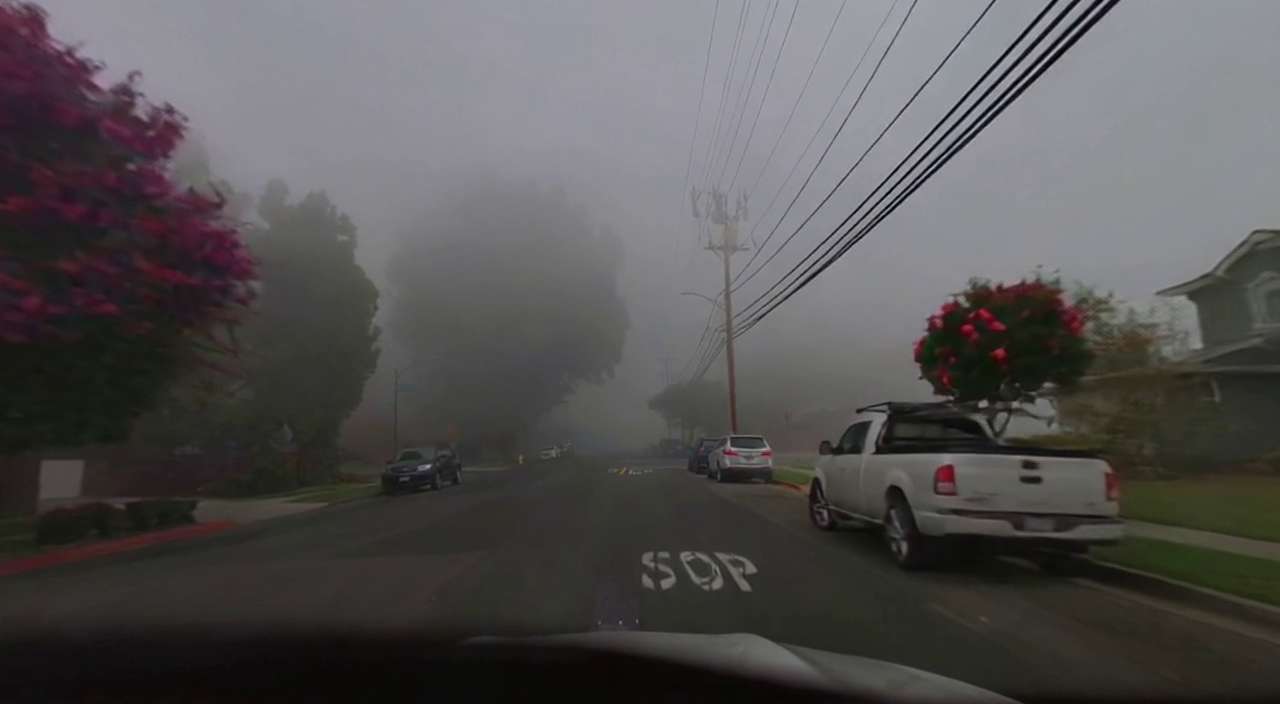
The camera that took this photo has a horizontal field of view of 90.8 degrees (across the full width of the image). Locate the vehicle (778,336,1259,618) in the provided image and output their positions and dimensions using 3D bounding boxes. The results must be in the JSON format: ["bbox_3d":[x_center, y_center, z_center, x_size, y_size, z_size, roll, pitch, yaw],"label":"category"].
[{"bbox_3d":[3.394,1.317,7.558,2.111,2.054,5.748,0,-8,-1],"label":"vehicle"}]

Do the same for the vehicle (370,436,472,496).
[{"bbox_3d":[-7.371,3.940,21.737,1.980,1.664,4.342,-5,-11,0],"label":"vehicle"}]

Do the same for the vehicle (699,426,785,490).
[{"bbox_3d":[3.124,3.348,20.235,1.993,1.778,4.311,0,-8,0],"label":"vehicle"}]
